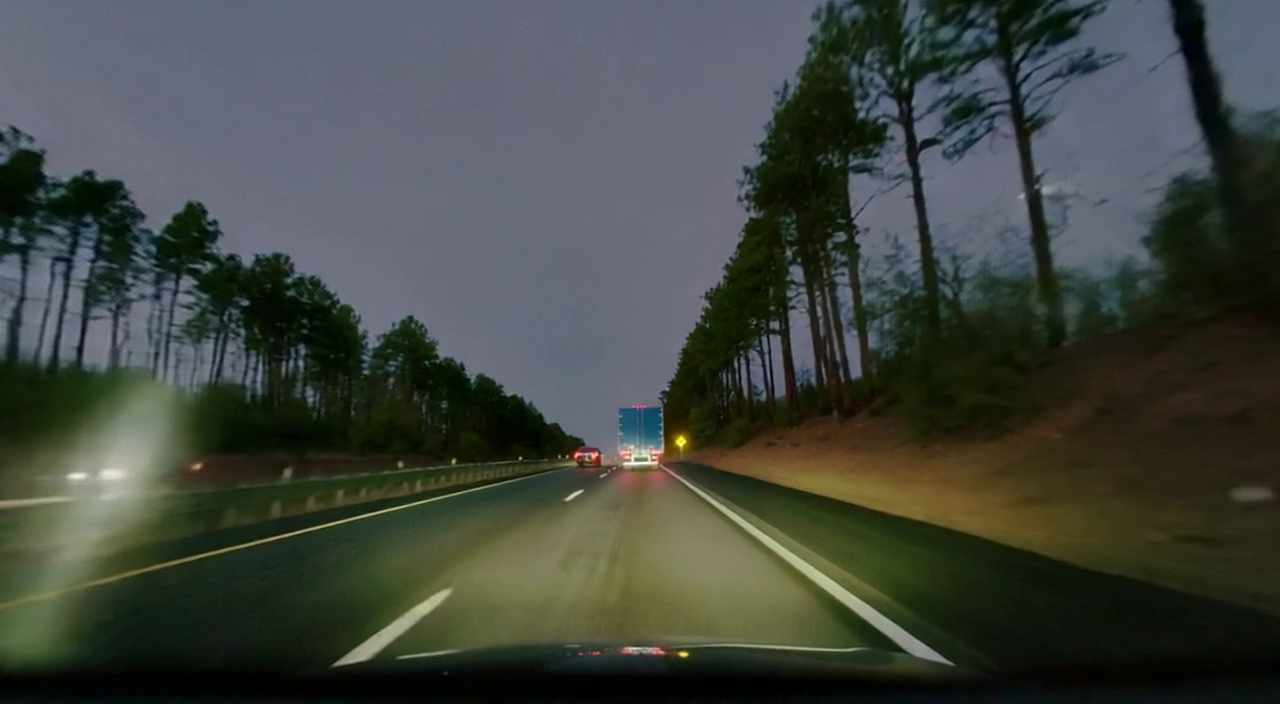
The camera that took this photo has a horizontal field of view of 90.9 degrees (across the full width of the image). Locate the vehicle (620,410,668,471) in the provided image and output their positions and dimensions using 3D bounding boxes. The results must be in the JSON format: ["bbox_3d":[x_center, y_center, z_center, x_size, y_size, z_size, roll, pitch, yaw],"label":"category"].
[{"bbox_3d":[0.233,6.955,49.322,3.320,4.173,11.889,0,-8,-1],"label":"vehicle"}]

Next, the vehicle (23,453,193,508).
[{"bbox_3d":[-16.617,3.987,20.037,1.799,1.500,4.126,0,-8,-1],"label":"vehicle"}]
